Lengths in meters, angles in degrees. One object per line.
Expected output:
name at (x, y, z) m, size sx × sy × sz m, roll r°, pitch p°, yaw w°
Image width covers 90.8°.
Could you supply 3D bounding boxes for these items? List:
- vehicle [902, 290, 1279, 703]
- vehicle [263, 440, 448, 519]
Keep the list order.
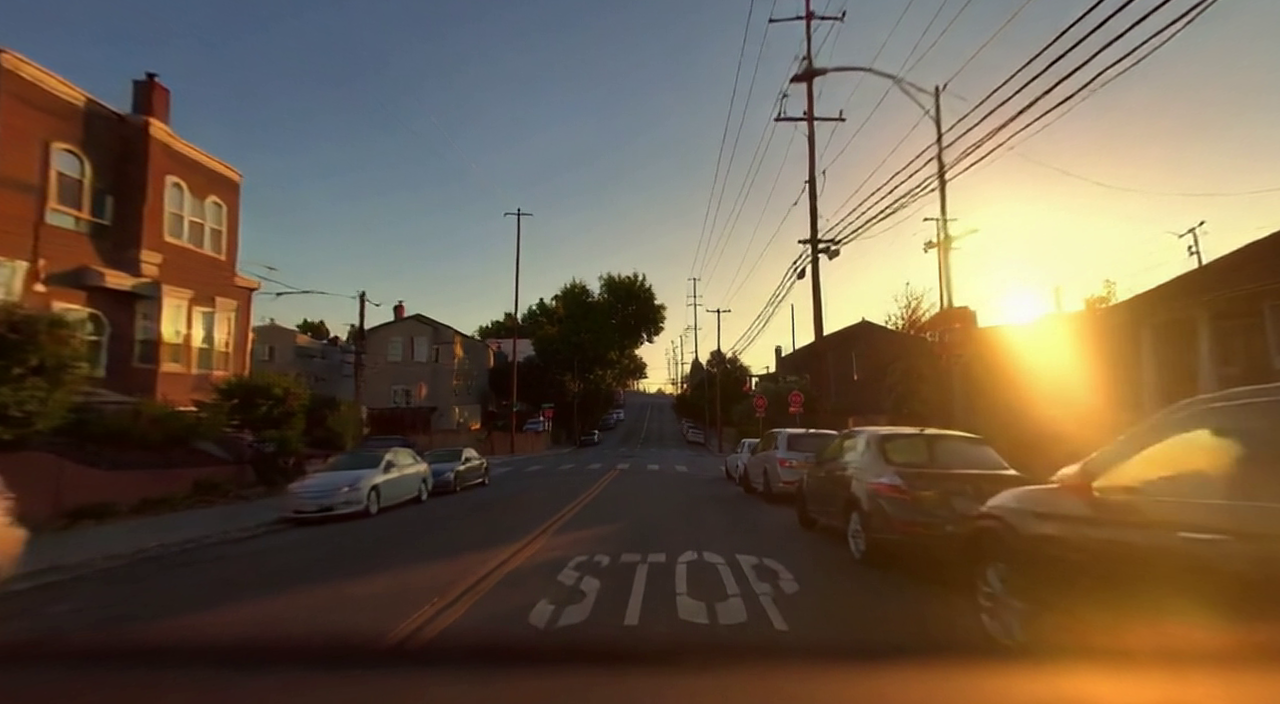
vehicle at (3.191, 0.776, 2.336) m, size 2.337 × 1.838 × 5.029 m, roll 0°, pitch -8°, yaw 1°
vehicle at (-6.083, 2.734, 14.253) m, size 2.098 × 1.454 × 4.449 m, roll 0°, pitch -8°, yaw 0°
